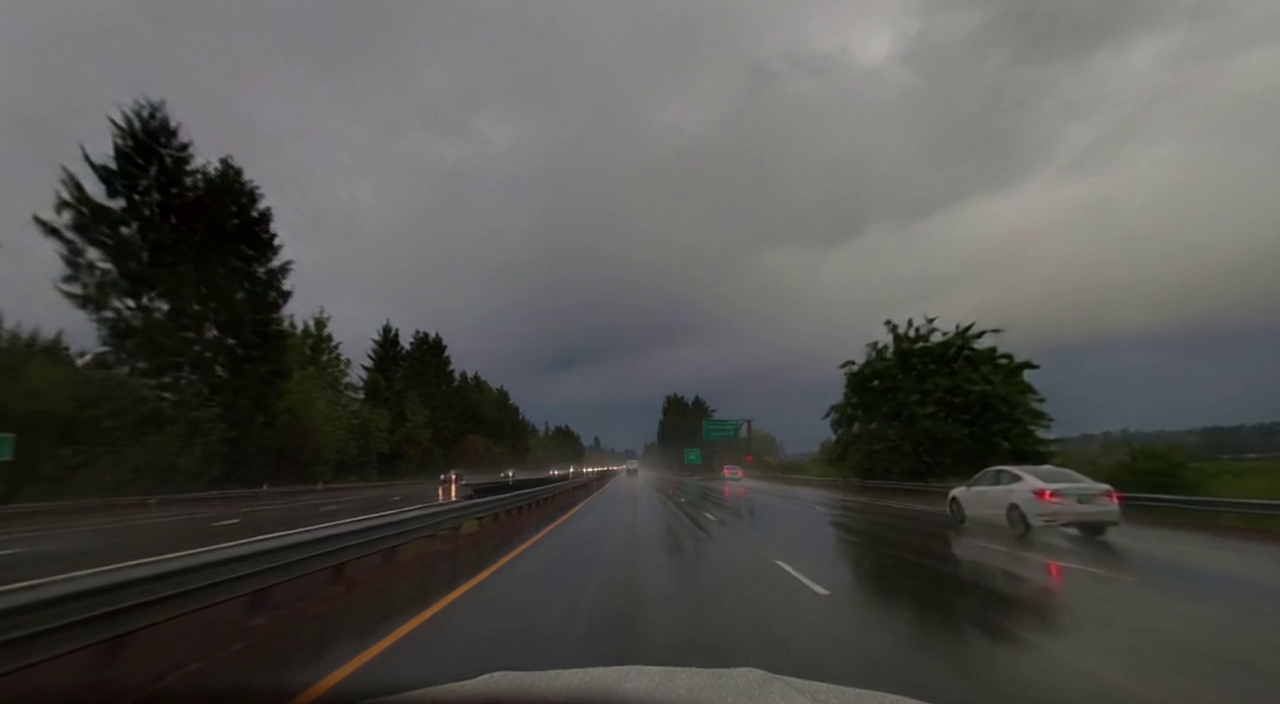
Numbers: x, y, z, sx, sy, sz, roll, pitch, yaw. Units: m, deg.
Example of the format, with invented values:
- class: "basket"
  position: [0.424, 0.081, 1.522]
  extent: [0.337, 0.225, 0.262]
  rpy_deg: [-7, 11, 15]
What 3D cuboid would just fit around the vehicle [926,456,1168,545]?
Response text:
- class: "vehicle"
  position: [7.991, 2.952, 13.041]
  extent: [2.024, 1.476, 4.352]
  rpy_deg: [1, -10, -1]
